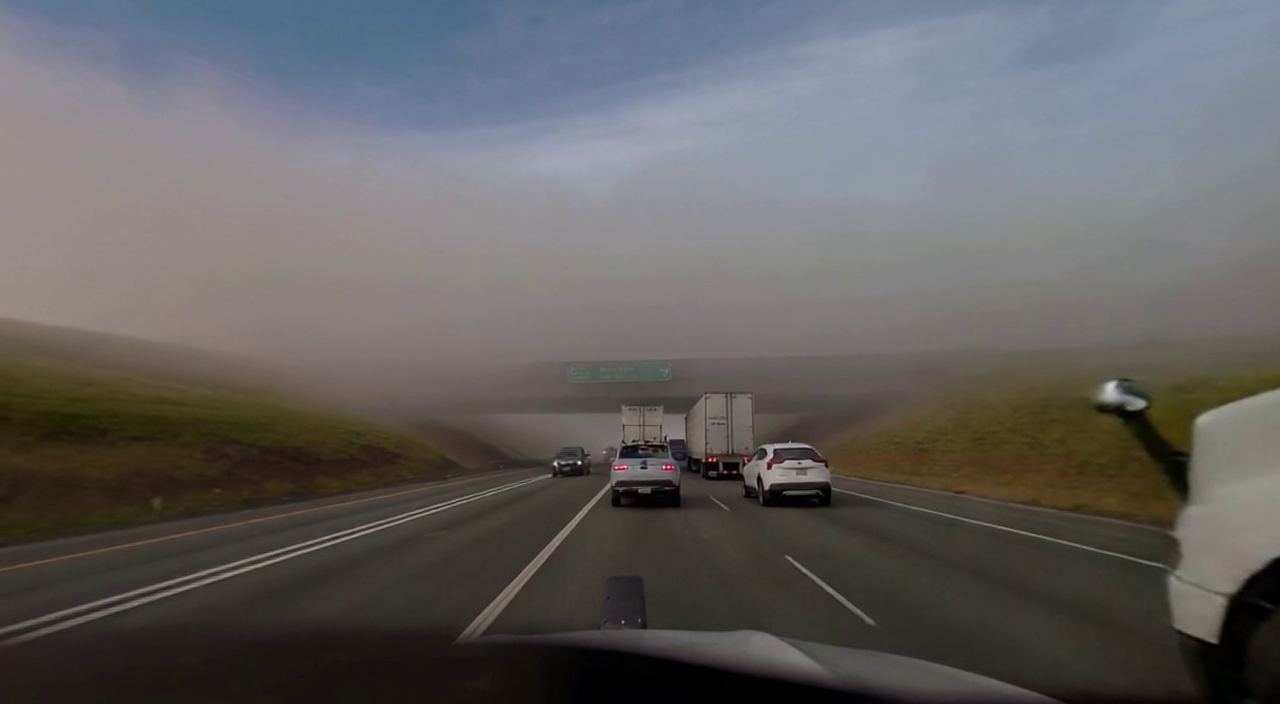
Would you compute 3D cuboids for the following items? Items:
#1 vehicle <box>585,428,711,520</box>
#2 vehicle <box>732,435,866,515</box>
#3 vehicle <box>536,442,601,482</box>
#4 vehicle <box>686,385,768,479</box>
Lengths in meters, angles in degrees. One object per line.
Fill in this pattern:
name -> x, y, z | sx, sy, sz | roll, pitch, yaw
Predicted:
vehicle -> 0.182, 2.526, 13.440 | 2.256, 1.615, 4.114 | -1, -9, 2
vehicle -> 3.369, 2.693, 14.218 | 1.972, 1.505, 3.946 | -1, -9, 0
vehicle -> -2.939, 4.676, 27.023 | 2.096, 1.531, 4.210 | -1, -9, 3
vehicle -> 3.942, 3.920, 30.221 | 2.948, 3.974, 6.480 | -1, -9, 0
